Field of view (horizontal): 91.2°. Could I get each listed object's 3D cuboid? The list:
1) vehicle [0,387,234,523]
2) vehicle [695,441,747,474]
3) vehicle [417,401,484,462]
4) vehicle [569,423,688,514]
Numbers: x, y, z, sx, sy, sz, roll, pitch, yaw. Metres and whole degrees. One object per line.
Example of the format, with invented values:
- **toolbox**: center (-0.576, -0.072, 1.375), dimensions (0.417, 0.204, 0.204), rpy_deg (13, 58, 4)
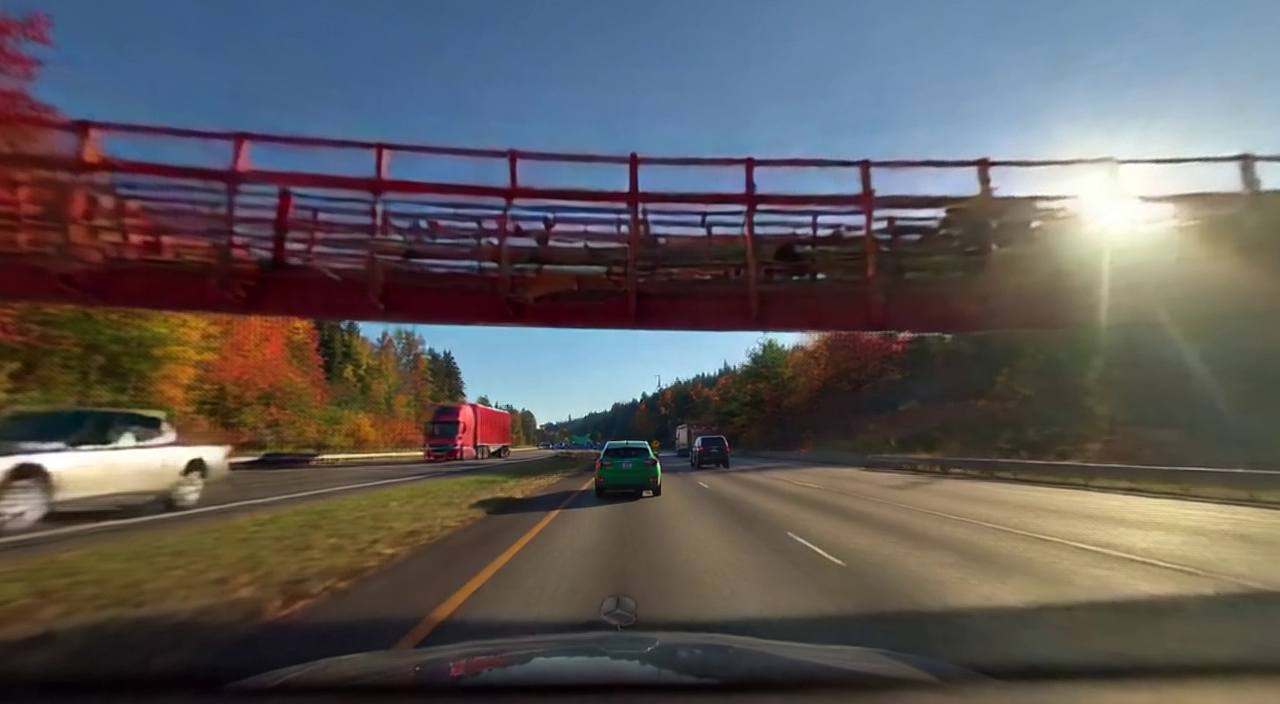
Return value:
- **vehicle**: center (-8.980, 1.606, 9.890), dimensions (2.111, 1.674, 4.548), rpy_deg (0, -9, -1)
- **vehicle**: center (3.907, 5.117, 30.688), dimensions (1.894, 1.487, 3.751), rpy_deg (0, -9, -2)
- **vehicle**: center (-13.919, 5.940, 46.578), dimensions (3.271, 4.196, 5.696), rpy_deg (0, -9, -1)
- **vehicle**: center (-0.235, 2.538, 14.022), dimensions (2.259, 1.699, 4.015), rpy_deg (0, -9, 0)
